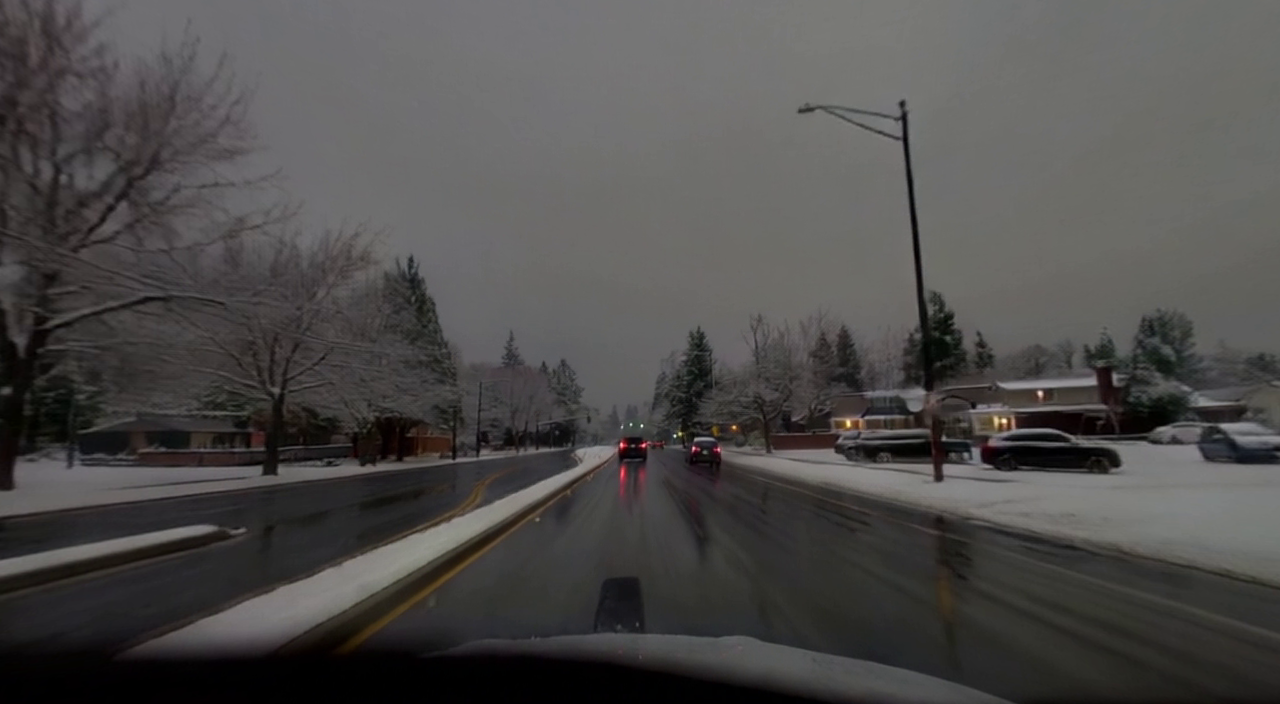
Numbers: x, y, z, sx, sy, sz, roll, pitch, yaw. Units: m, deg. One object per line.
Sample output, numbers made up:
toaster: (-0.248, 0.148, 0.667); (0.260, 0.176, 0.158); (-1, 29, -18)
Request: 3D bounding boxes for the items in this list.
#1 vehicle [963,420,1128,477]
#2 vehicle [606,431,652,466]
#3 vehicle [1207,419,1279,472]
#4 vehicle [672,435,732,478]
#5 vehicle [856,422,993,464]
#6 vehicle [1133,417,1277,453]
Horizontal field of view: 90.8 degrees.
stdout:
vehicle: (11.328, 2.692, 17.789); (1.799, 1.431, 3.486); (8, -11, -43)
vehicle: (-0.661, 5.638, 36.971); (2.488, 1.881, 4.814); (1, -8, -1)
vehicle: (19.152, 2.885, 19.501); (4.511, 1.451, 1.932); (8, -11, -43)
vehicle: (2.491, 4.318, 26.413); (2.003, 1.614, 4.072); (0, -8, -1)
vehicle: (11.334, 3.661, 25.371); (4.557, 1.509, 1.971); (-8, -11, 43)
vehicle: (27.113, 4.042, 30.529); (4.654, 1.551, 1.829); (-5, -10, 20)
